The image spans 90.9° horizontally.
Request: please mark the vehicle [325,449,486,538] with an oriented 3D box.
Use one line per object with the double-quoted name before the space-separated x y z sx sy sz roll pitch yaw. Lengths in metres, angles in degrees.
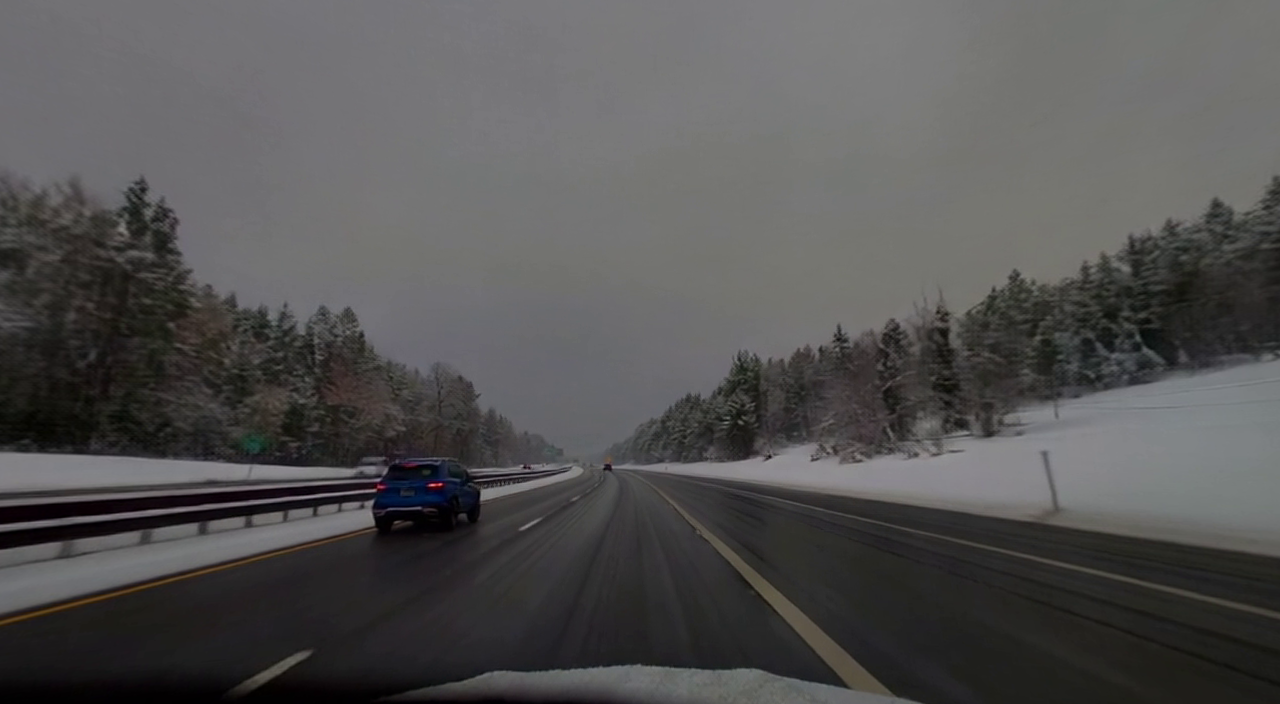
"vehicle" -4.773 2.945 13.486 2.025 1.584 3.657 1 -10 0
